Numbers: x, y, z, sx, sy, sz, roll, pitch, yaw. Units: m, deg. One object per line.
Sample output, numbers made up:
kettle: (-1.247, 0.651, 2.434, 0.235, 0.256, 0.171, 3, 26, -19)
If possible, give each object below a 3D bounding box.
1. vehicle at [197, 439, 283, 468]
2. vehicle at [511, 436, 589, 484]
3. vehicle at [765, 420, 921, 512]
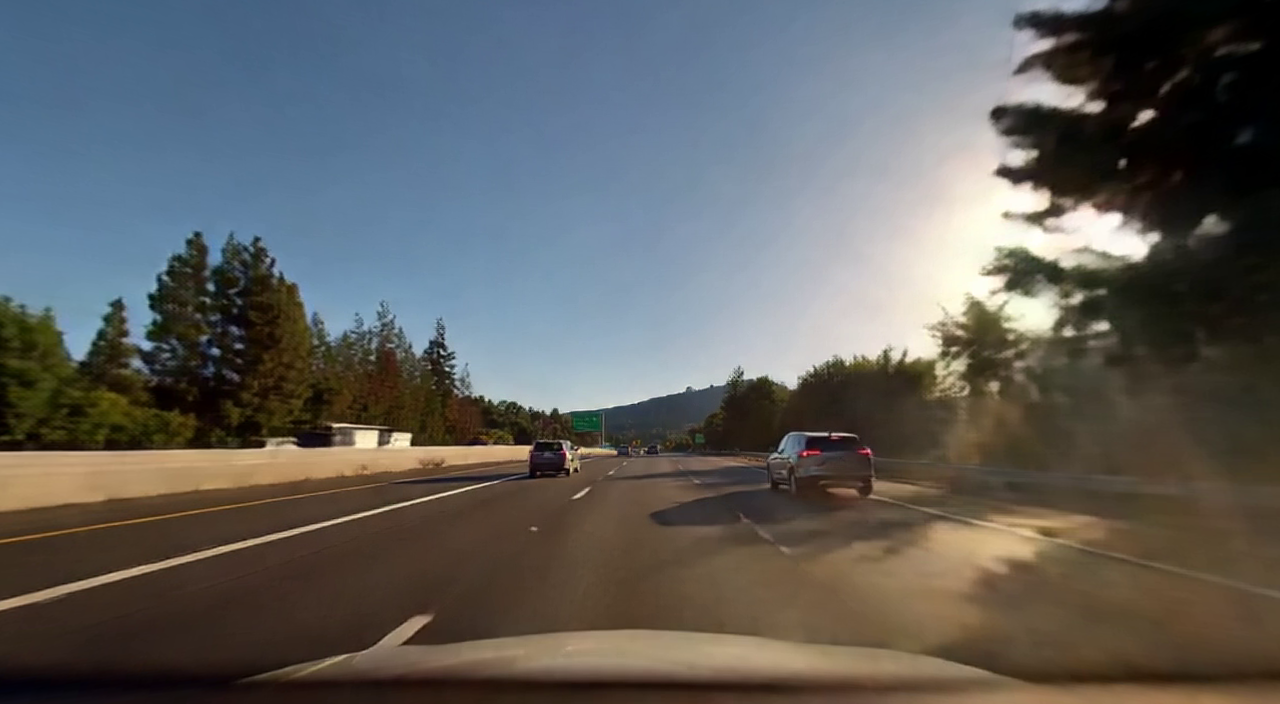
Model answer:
vehicle: (-24.776, 6.303, 39.120, 2.015, 1.650, 4.858, -1, -9, 2)
vehicle: (-3.240, 3.996, 23.505, 2.166, 1.608, 4.297, 0, -8, 2)
vehicle: (4.465, 2.593, 14.705, 2.149, 1.796, 4.487, 0, -9, 0)
